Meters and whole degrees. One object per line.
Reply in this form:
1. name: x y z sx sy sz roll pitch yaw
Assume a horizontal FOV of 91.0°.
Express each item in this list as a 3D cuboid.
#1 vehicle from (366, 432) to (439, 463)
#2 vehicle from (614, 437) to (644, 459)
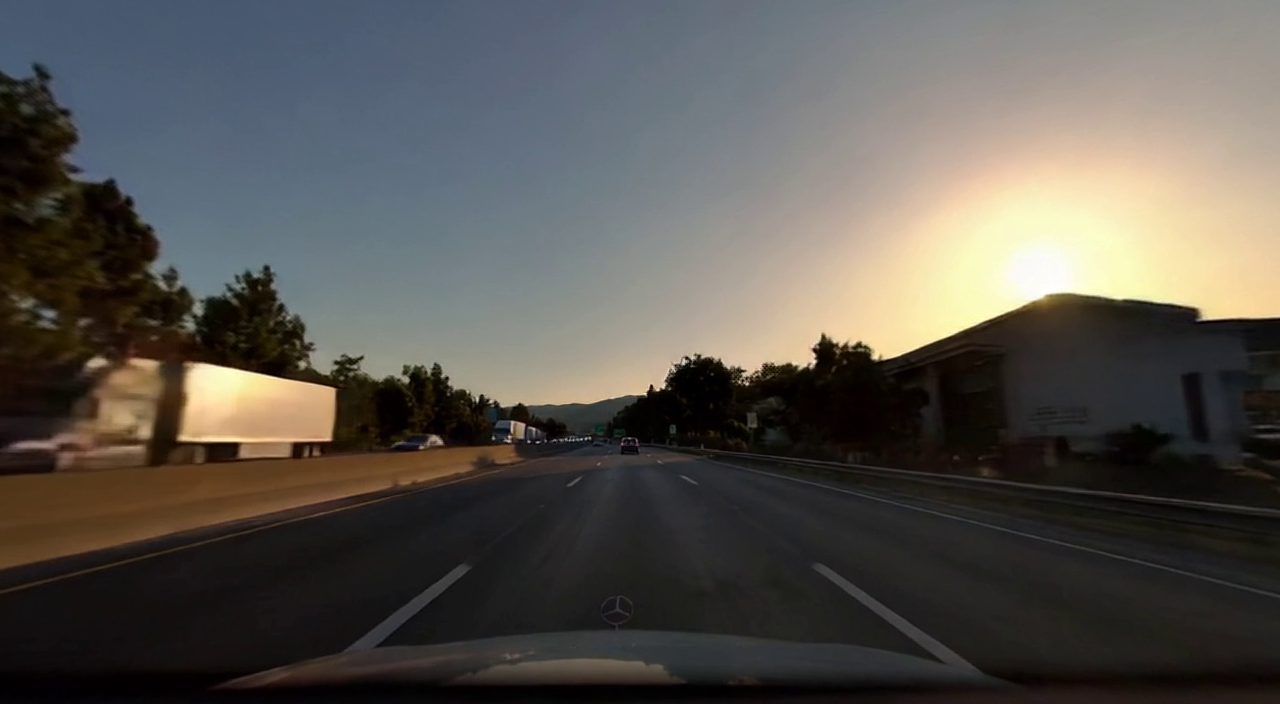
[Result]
1. vehicle: -12.380 5.007 33.166 2.005 1.497 4.746 -1 -8 0
2. vehicle: -0.856 7.044 46.085 2.099 1.504 3.843 0 -8 -2
